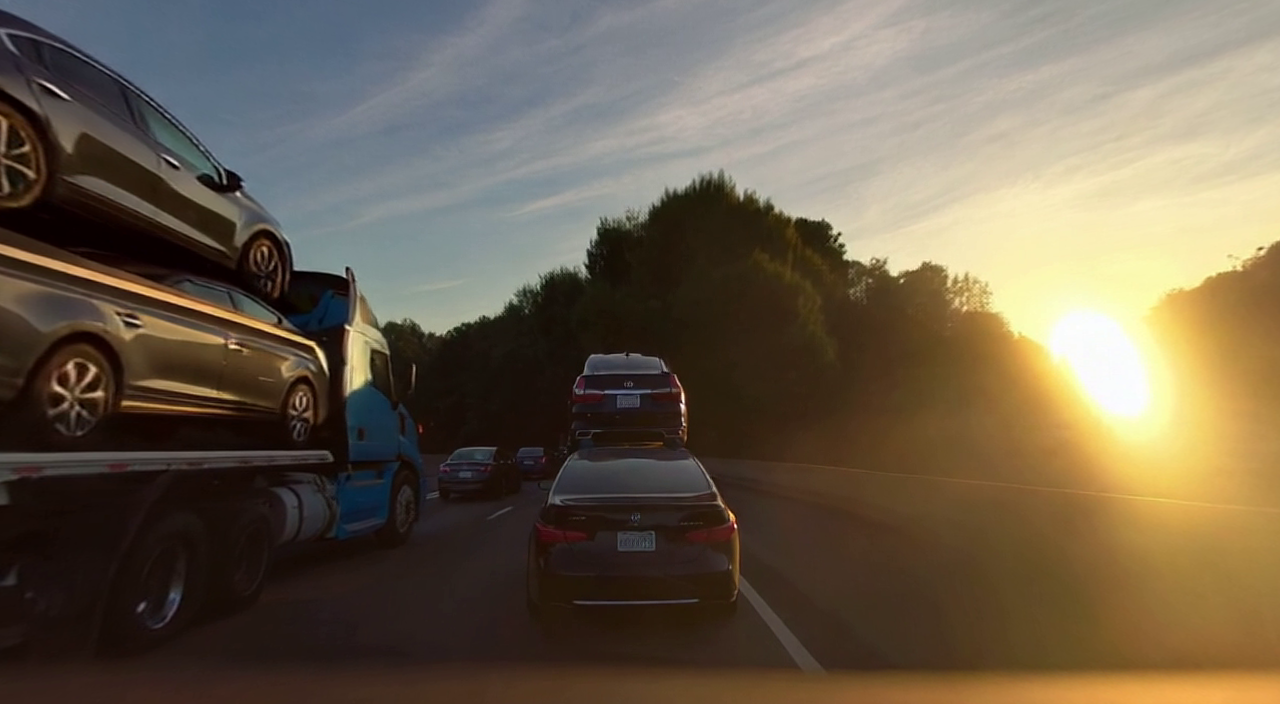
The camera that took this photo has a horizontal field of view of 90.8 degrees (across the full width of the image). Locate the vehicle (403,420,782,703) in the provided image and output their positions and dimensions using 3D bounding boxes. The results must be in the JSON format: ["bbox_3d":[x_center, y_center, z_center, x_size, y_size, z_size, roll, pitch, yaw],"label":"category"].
[{"bbox_3d":[-0.271,1.390,5.108,1.991,1.507,3.391,0,-9,-1],"label":"vehicle"}]

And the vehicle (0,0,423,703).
[{"bbox_3d":[-4.533,-0.269,1.916,2.836,4.059,14.286,0,-9,-1],"label":"vehicle"}]
